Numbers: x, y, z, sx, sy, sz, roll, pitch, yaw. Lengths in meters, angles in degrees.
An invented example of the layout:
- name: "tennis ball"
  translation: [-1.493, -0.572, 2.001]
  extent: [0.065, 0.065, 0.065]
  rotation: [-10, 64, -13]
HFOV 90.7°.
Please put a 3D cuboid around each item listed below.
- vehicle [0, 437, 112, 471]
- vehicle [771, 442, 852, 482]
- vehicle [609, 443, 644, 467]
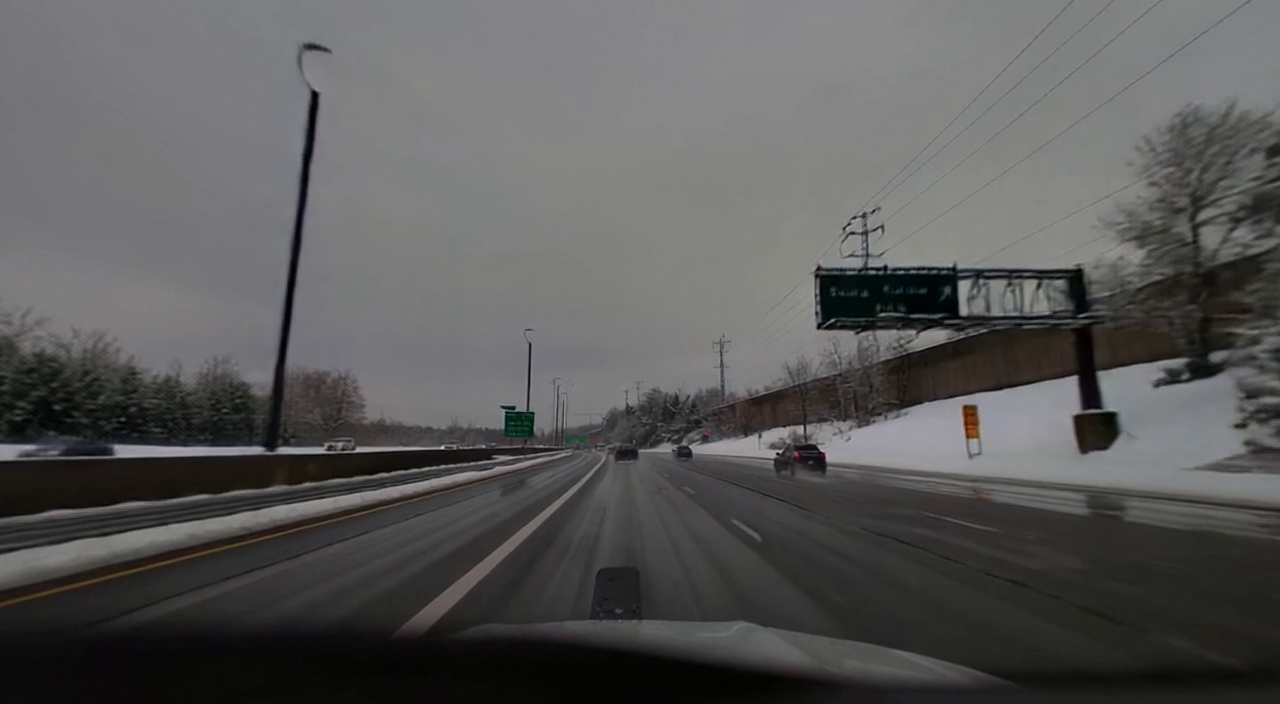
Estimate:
- name: "vehicle"
  translation: [-31.768, 5.562, 34.581]
  extent: [2.011, 1.716, 4.501]
  rotation: [0, -9, -3]
- name: "vehicle"
  translation: [6.721, 4.344, 25.249]
  extent: [1.876, 1.451, 4.154]
  rotation: [0, -9, -3]
- name: "vehicle"
  translation: [-0.908, 6.668, 41.053]
  extent: [2.109, 1.489, 4.027]
  rotation: [1, -8, -4]
